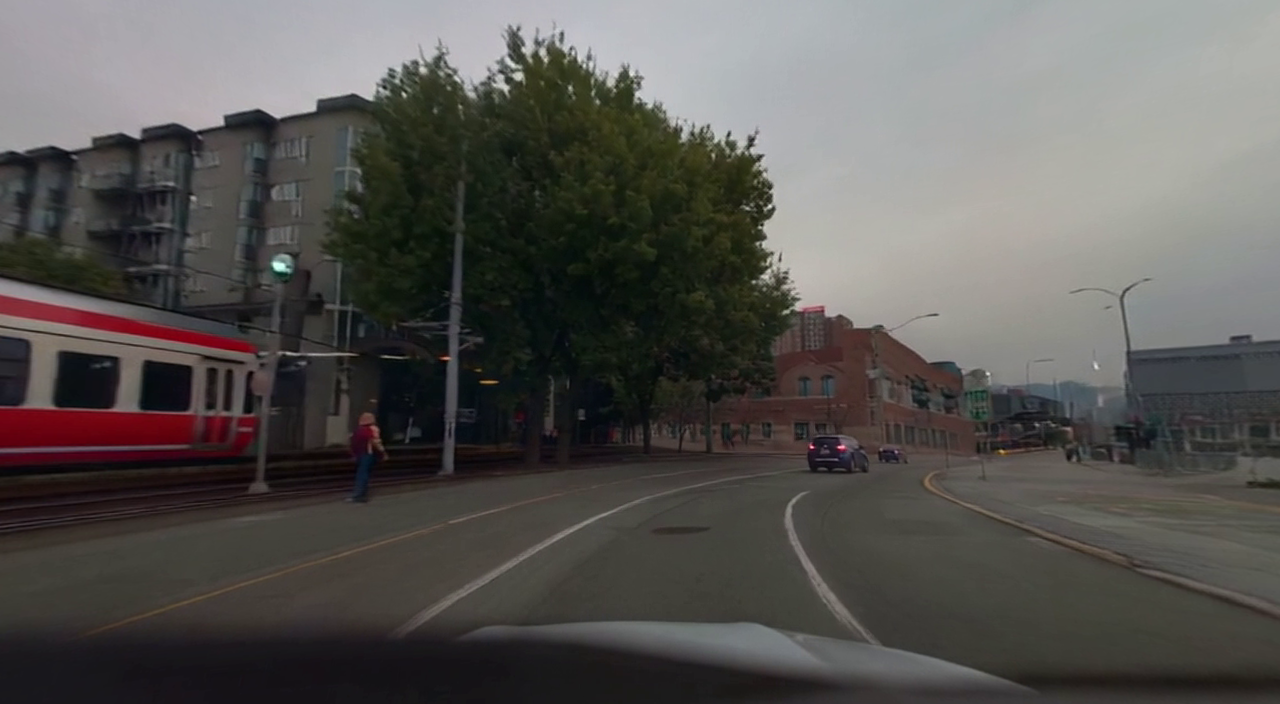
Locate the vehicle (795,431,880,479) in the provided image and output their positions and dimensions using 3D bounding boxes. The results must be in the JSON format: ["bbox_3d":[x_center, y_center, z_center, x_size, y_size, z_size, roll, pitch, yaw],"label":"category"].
[{"bbox_3d":[8.186,4.165,25.885,2.263,1.765,4.237,-5,-10,31],"label":"vehicle"}]

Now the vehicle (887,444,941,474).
[{"bbox_3d":[17.042,6.616,39.191,2.010,1.725,4.320,-7,-11,37],"label":"vehicle"}]

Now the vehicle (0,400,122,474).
[{"bbox_3d":[-32.548,4.285,31.605,2.931,3.569,12.284,0,-8,0],"label":"vehicle"}]

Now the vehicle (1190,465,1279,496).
[{"bbox_3d":[32.057,6.759,33.370,4.118,1.477,1.691,-1,-8,6],"label":"vehicle"}]
